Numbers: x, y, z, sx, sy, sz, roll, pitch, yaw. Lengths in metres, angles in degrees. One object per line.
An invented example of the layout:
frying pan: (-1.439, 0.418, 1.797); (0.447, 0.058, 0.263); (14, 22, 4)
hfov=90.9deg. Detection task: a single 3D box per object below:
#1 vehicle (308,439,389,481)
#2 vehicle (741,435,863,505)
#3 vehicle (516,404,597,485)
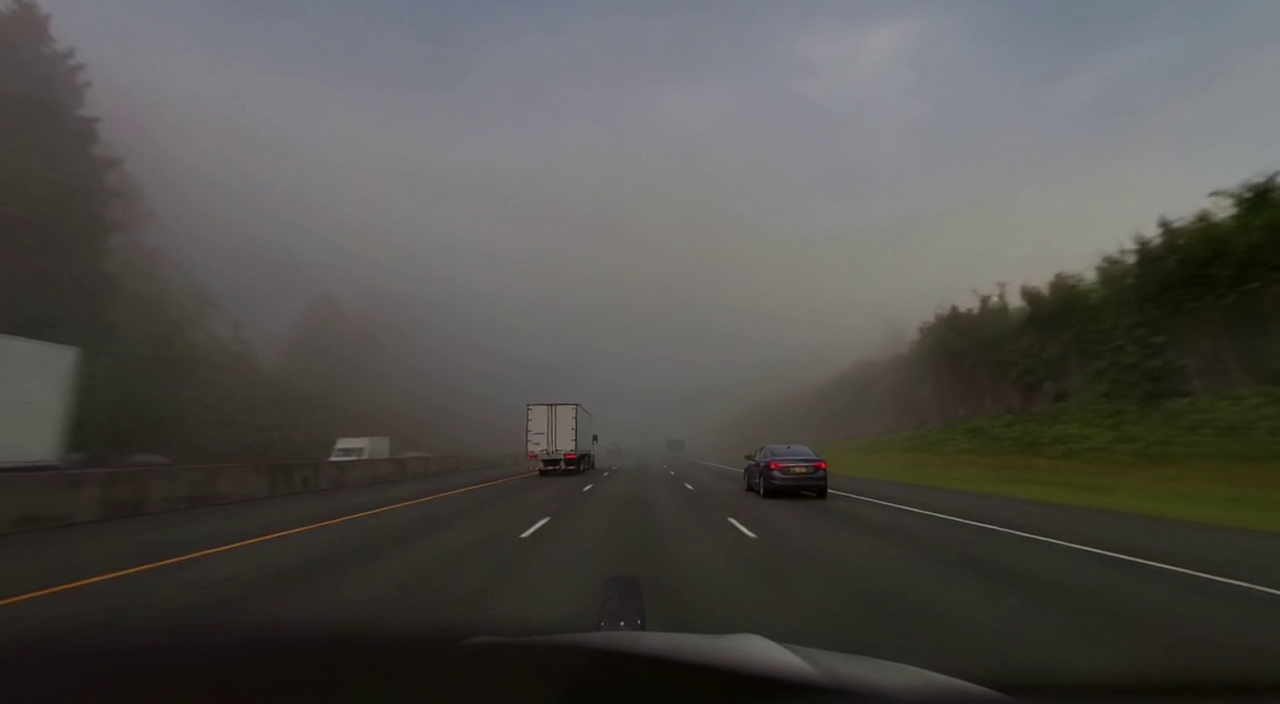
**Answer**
vehicle: (-19.029, 7.098, 41.591); (2.396, 2.527, 6.056); (0, -9, 0)
vehicle: (3.973, 2.983, 16.259); (1.983, 1.545, 4.038); (0, -9, -1)
vehicle: (-3.569, 4.200, 28.564); (2.667, 3.195, 6.731); (0, -9, 1)
